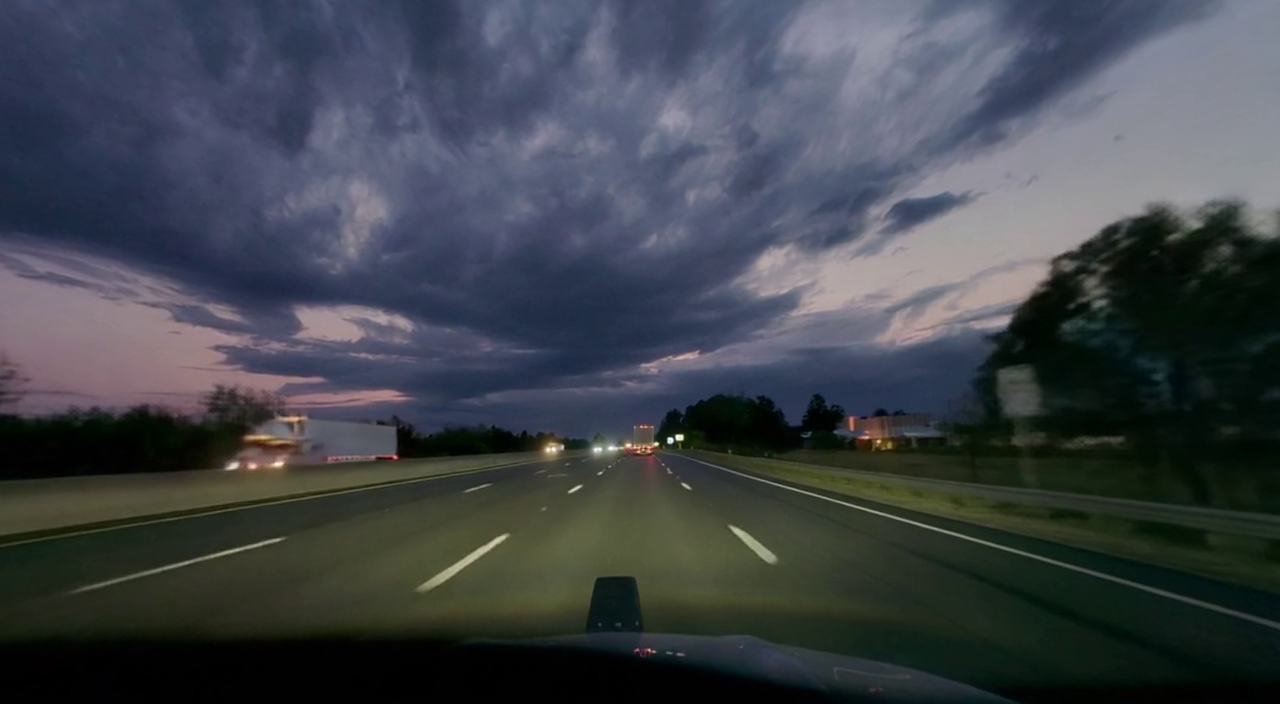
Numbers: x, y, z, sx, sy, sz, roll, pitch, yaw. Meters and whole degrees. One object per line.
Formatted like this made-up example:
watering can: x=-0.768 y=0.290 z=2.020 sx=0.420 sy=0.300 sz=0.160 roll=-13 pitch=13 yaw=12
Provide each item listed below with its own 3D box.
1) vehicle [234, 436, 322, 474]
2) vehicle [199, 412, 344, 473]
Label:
vehicle: x=-20.296 y=5.816 z=35.698 sx=1.959 sy=1.963 sz=5.027 roll=-1 pitch=-9 yaw=0
vehicle: x=-24.611 y=6.290 z=43.247 sx=3.204 sy=3.578 sz=11.064 roll=-1 pitch=-9 yaw=0
